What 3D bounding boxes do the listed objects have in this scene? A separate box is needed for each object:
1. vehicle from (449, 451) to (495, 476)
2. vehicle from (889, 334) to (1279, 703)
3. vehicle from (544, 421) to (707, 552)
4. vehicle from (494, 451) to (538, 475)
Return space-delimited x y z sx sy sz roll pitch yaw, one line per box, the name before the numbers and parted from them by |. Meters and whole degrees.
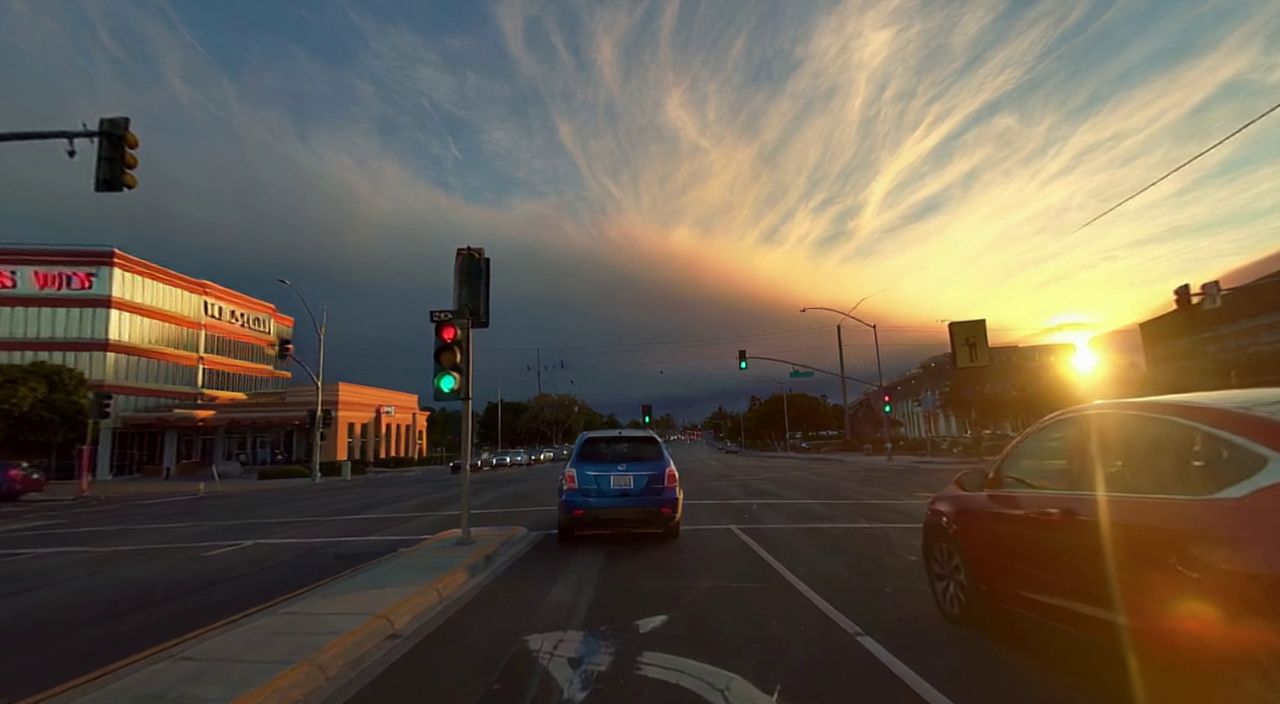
vehicle | -11.857 7.869 44.818 2.005 1.596 4.342 -1 -9 1
vehicle | 3.214 0.943 3.244 2.040 1.674 4.455 0 -9 0
vehicle | -0.396 2.175 10.966 2.238 1.762 4.445 1 -9 -5
vehicle | -8.596 7.709 44.150 2.163 1.529 4.210 -1 -9 1
